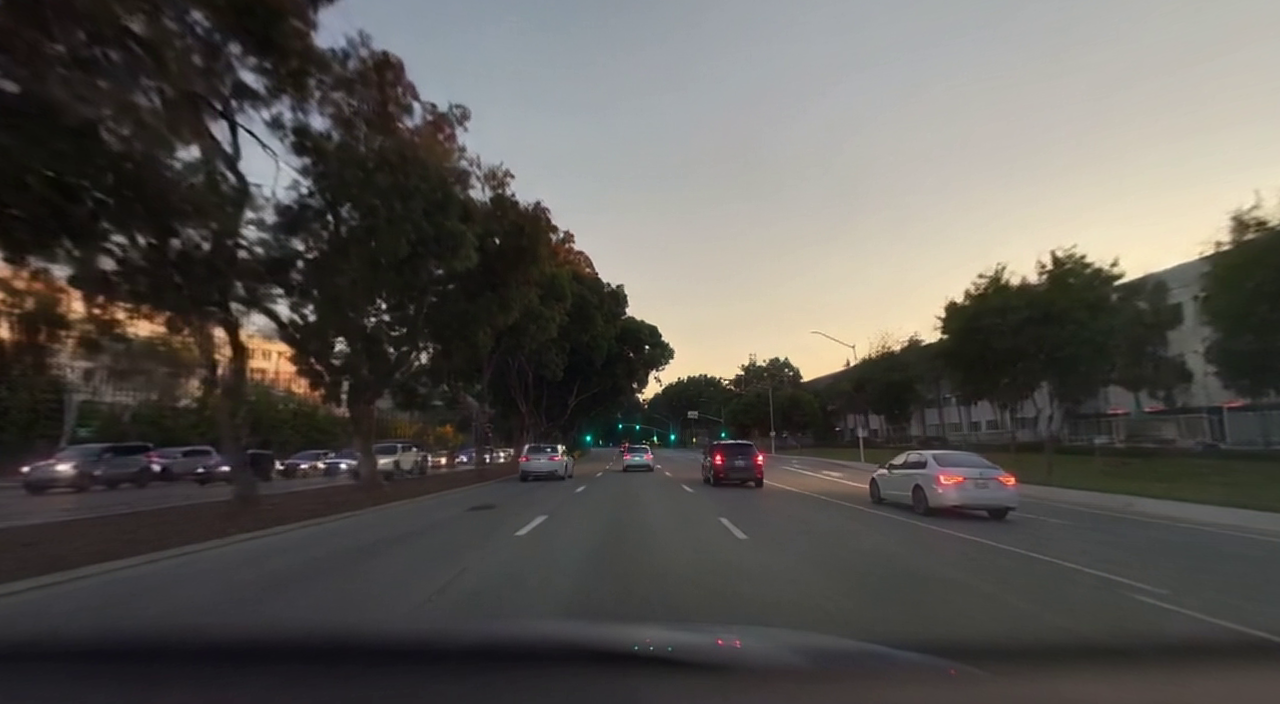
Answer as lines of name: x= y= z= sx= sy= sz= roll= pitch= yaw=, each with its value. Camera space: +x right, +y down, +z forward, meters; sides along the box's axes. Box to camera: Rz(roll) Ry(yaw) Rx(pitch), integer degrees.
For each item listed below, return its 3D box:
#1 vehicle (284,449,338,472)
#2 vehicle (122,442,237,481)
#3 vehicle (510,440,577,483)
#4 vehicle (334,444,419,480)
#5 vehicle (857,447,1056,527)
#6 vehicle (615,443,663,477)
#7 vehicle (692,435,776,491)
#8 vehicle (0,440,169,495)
vehicle: x=-22.627 y=7.442 z=43.574 sx=1.766 sy=1.491 sz=3.678 roll=0 pitch=-8 yaw=0
vehicle: x=-22.489 y=5.334 z=31.136 sx=2.005 sy=1.761 sz=4.824 roll=0 pitch=-8 yaw=0
vehicle: x=-3.985 y=4.579 z=26.817 sx=2.172 sy=1.671 sz=4.175 roll=0 pitch=-8 yaw=0
vehicle: x=-12.508 y=5.218 z=30.397 sx=2.043 sy=1.571 sz=4.946 roll=0 pitch=-8 yaw=-1
vehicle: x=6.523 y=2.782 z=13.700 sx=1.945 sy=1.408 sz=4.288 roll=0 pitch=-8 yaw=-2
vehicle: x=-0.107 y=5.172 z=30.515 sx=2.155 sy=1.486 sz=4.403 roll=0 pitch=-8 yaw=-1
vehicle: x=3.127 y=3.803 z=22.050 sx=2.161 sy=1.716 sz=4.194 roll=0 pitch=-8 yaw=-2
vehicle: x=-19.009 y=3.883 z=21.703 sx=2.186 sy=1.676 sz=4.444 roll=0 pitch=-8 yaw=-1
